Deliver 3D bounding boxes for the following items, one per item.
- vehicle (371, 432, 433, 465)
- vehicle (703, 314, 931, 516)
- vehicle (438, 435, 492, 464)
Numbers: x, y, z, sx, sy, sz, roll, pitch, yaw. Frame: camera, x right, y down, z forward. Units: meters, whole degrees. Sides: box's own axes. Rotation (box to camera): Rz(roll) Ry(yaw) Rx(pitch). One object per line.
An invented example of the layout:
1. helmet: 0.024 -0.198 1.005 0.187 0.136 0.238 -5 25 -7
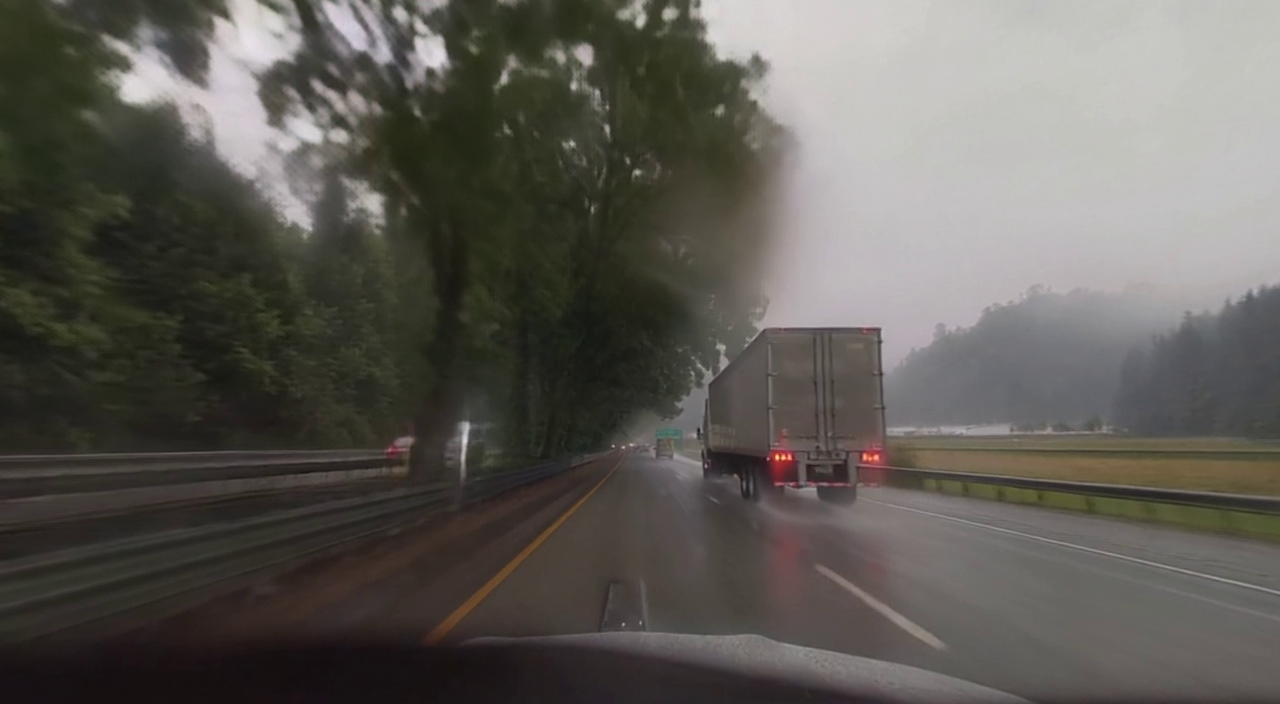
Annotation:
1. vehicle: -15.225 6.227 40.566 2.107 1.976 4.747 0 -9 0
2. vehicle: 4.157 2.253 19.193 2.950 4.033 13.276 0 -9 -1
3. vehicle: -11.045 6.248 40.226 2.080 1.730 4.801 0 -9 0
